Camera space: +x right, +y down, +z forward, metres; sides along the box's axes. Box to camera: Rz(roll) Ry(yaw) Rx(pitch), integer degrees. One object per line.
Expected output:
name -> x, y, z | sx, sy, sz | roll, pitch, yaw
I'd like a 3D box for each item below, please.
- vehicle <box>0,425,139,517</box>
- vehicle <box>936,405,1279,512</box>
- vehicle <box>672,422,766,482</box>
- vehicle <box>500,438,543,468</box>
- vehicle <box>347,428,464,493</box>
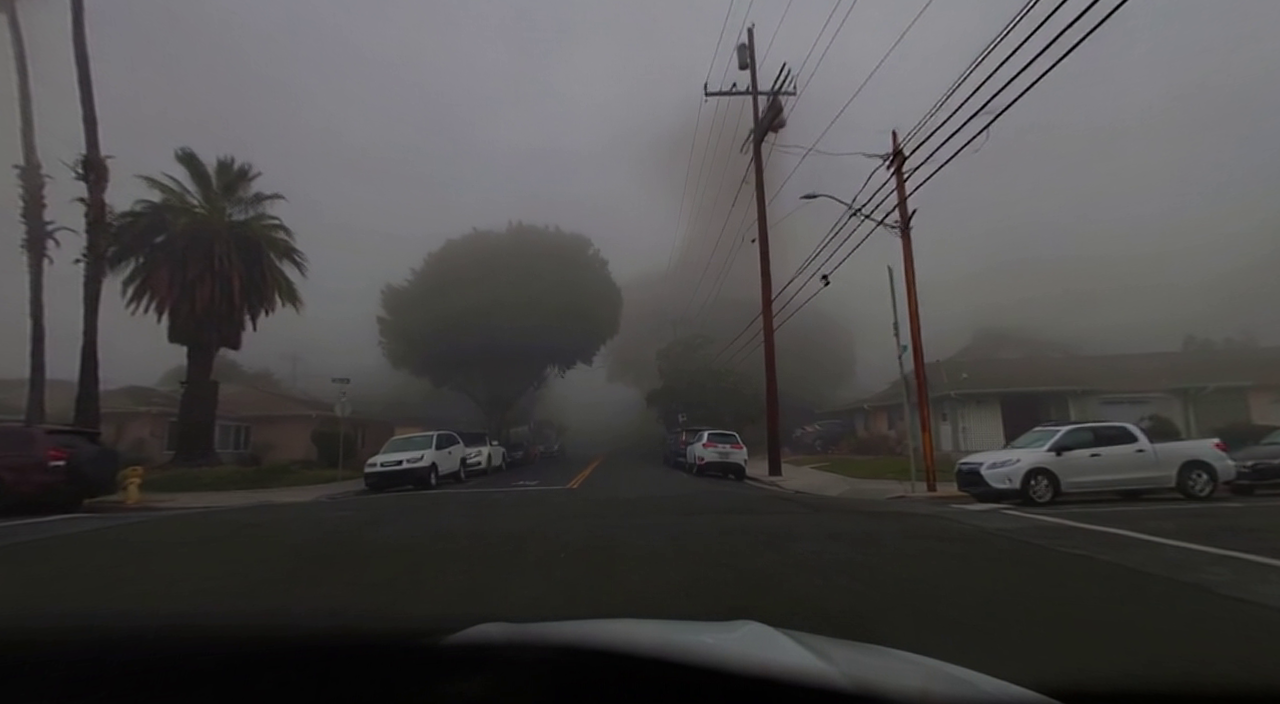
vehicle -> -14.790, 2.631, 13.634 | 5.847, 1.766, 2.392 | -2, -9, -3
vehicle -> 10.285, 2.354, 14.238 | 5.971, 1.967, 2.385 | -1, -9, -5
vehicle -> 2.674, 3.648, 23.241 | 2.505, 1.895, 5.805 | 0, -9, -2
vehicle -> -7.945, 6.809, 42.732 | 2.178, 1.865, 4.658 | 0, -9, -2
vehicle -> -6.983, 3.302, 19.439 | 2.198, 1.724, 4.493 | 0, -9, -5
